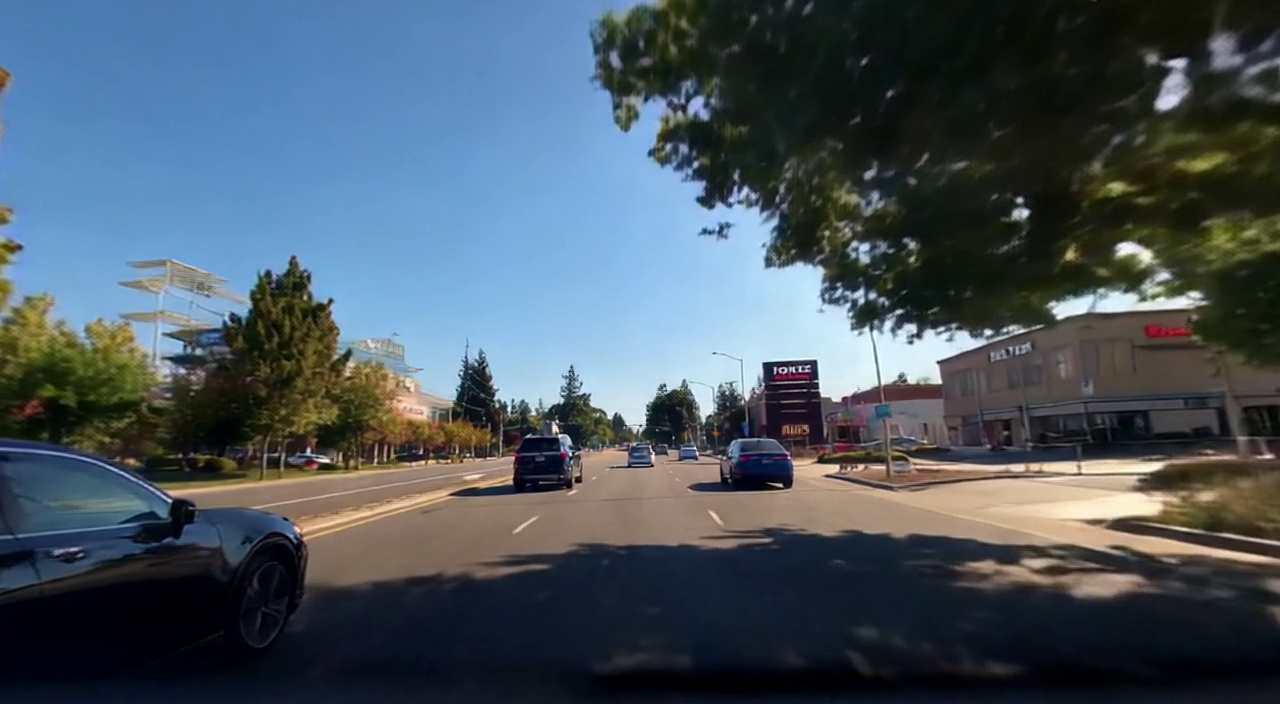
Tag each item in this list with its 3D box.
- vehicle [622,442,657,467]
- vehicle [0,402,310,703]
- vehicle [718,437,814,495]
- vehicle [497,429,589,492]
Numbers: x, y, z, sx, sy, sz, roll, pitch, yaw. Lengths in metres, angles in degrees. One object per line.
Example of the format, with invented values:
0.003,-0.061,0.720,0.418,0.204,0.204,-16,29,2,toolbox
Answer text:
-0.032,6.429,39.688,2.069,1.445,3.965,0,-8,0,vehicle
-3.078,0.829,1.556,1.956,1.460,4.802,0,-8,0,vehicle
3.589,3.328,18.801,1.904,1.490,4.299,0,-8,-1,vehicle
-2.962,3.435,20.371,2.193,1.788,4.603,0,-8,1,vehicle
